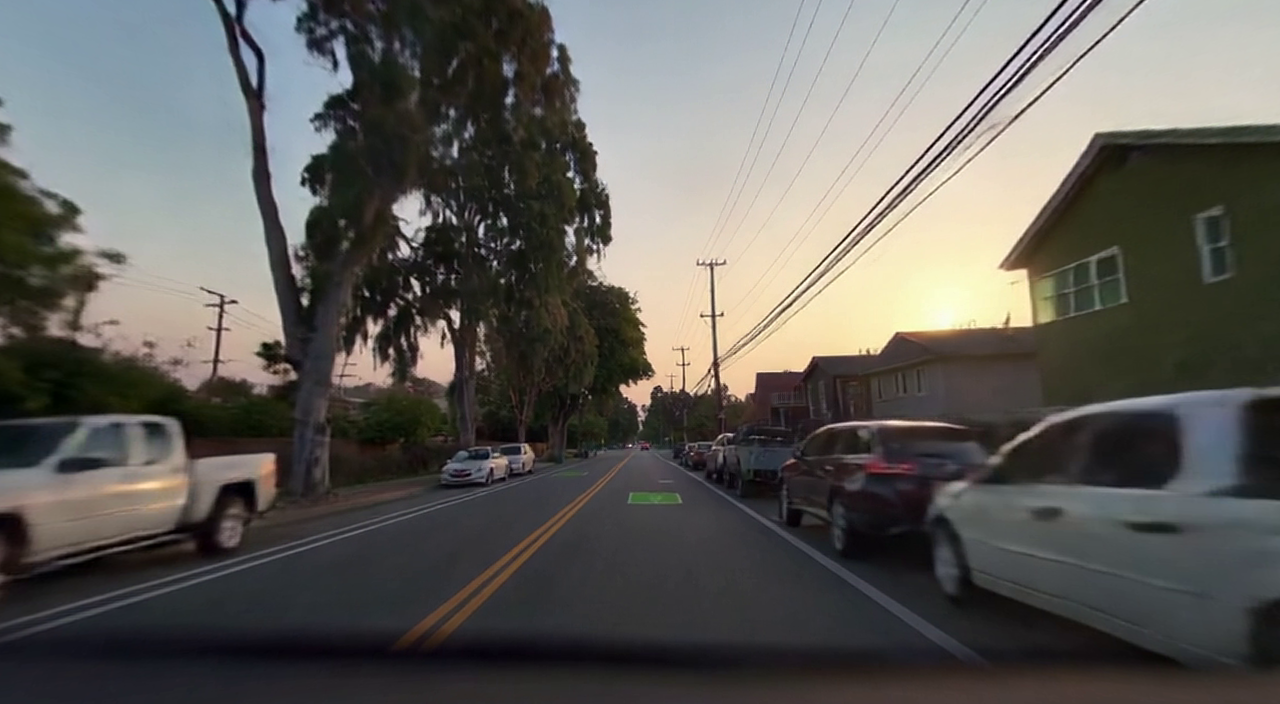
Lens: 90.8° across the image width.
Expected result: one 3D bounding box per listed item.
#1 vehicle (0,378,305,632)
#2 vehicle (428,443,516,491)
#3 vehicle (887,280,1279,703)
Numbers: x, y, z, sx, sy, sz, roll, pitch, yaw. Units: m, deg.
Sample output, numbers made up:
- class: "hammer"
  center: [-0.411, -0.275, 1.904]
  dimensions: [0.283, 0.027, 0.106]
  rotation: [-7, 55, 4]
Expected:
- class: "vehicle"
  center: [-6.518, 1.592, 7.584]
  dimensions: [2.270, 2.098, 5.130]
  rotation: [-1, -7, -1]
- class: "vehicle"
  center: [-6.502, 4.447, 24.985]
  dimensions: [2.084, 1.573, 4.599]
  rotation: [-2, -7, 2]
- class: "vehicle"
  center: [3.449, 0.852, 3.345]
  dimensions: [2.065, 1.953, 5.359]
  rotation: [0, -8, 0]
